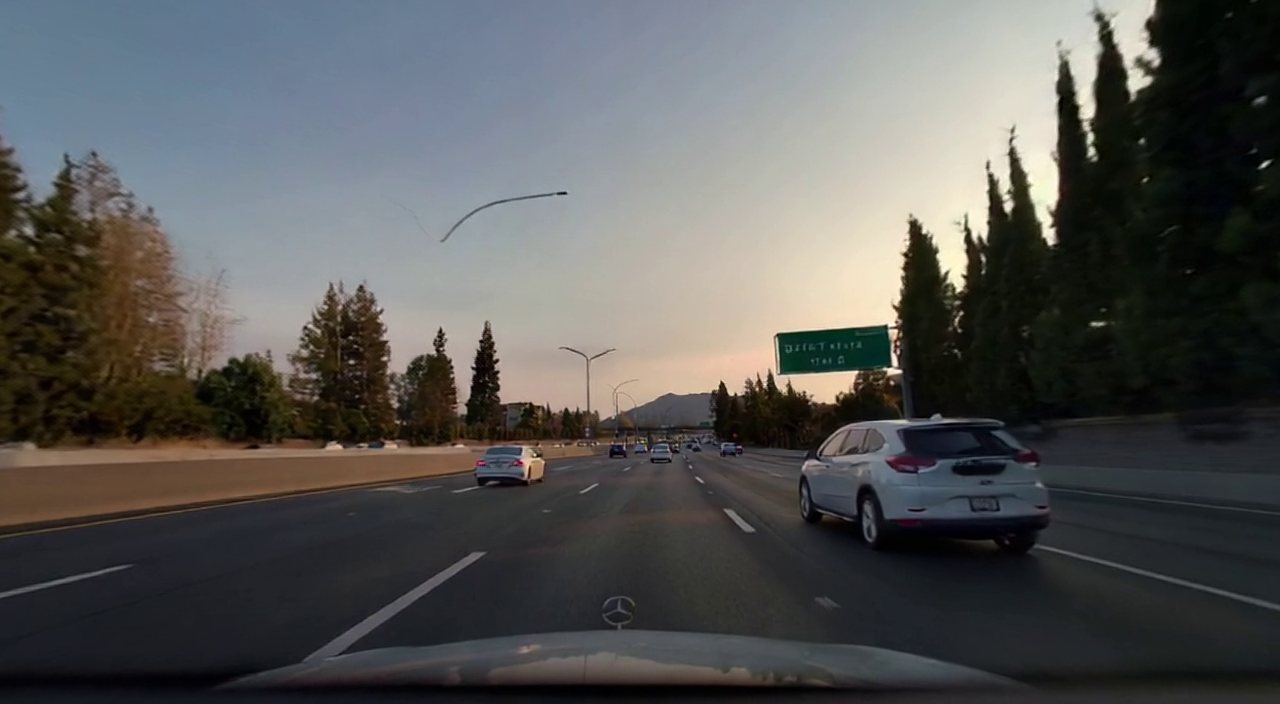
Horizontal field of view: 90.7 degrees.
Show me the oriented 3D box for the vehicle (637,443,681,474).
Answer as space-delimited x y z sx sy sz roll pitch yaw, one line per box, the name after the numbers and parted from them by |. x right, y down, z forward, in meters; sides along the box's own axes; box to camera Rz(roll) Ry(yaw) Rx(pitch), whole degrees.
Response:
1.017 5.565 33.228 2.146 1.485 4.332 0 -9 2 | vehicle

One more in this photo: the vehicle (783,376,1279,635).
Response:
3.479 1.480 7.192 2.463 1.851 5.122 0 -9 -1 | vehicle

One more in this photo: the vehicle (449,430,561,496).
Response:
-3.793 3.216 18.657 2.260 1.706 4.177 0 -9 2 | vehicle
